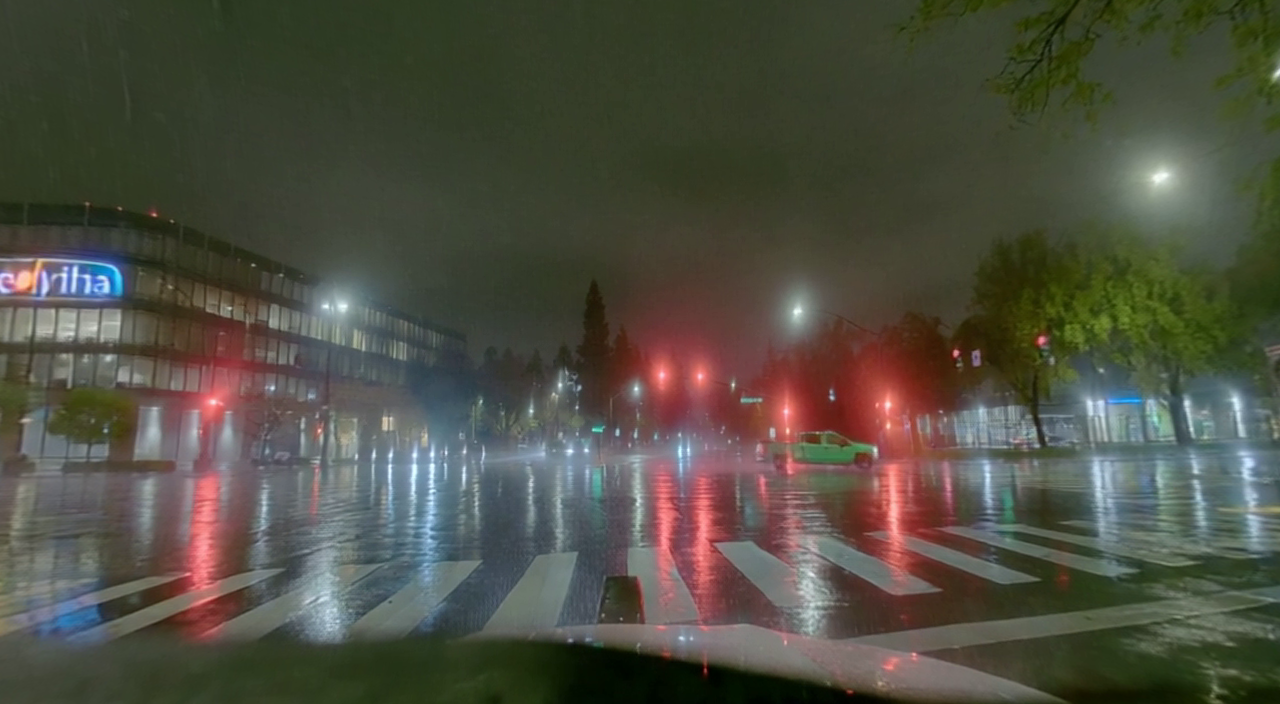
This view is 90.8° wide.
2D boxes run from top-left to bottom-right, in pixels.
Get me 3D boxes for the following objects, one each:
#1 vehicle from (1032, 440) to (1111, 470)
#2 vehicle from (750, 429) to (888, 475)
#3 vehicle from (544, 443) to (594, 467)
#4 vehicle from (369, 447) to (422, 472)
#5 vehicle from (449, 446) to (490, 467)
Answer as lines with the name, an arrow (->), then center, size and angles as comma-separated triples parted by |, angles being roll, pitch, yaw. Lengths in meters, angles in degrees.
vehicle -> 26.347, 6.267, 38.561 | 4.541, 1.731, 2.007 | 5, -10, -28
vehicle -> 7.908, 4.495, 28.413 | 5.667, 1.927, 2.289 | -2, -9, 13
vehicle -> -4.620, 6.564, 40.439 | 1.879, 1.464, 4.457 | 4, -9, -24
vehicle -> -16.265, 7.144, 42.251 | 1.883, 1.586, 4.297 | 0, -9, 0
vehicle -> -12.629, 7.762, 47.081 | 1.946, 1.474, 4.008 | 0, -9, 0
